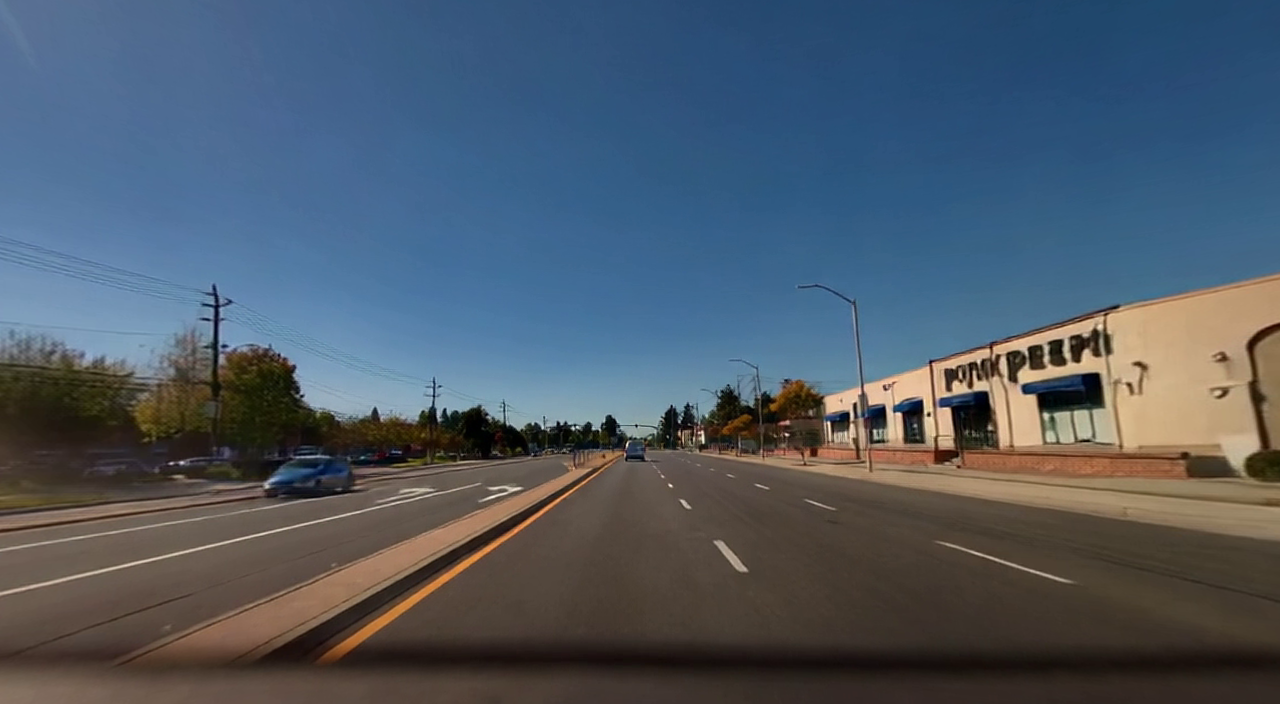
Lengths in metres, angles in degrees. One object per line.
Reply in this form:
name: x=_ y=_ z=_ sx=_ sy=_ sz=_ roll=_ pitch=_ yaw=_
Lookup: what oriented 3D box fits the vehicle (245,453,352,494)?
vehicle: x=-14.370 y=5.117 z=26.978 sx=1.896 sy=1.485 sz=4.655 roll=0 pitch=-8 yaw=1
